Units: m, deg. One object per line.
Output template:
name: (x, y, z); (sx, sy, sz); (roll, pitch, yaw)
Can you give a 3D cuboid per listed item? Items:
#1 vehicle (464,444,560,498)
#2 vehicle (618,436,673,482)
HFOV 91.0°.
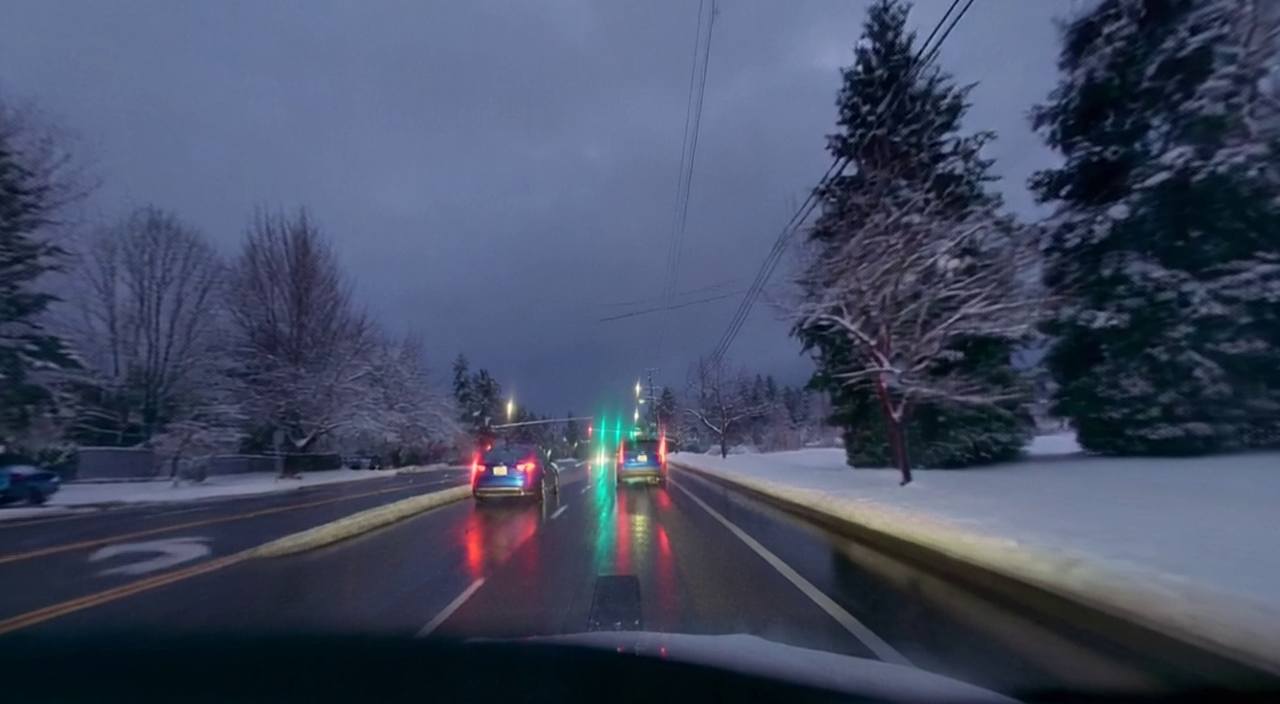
vehicle: (-3.693, 3.504, 18.969); (2.036, 1.447, 4.044); (0, -8, 0)
vehicle: (0.164, 4.597, 27.310); (2.215, 1.799, 4.426); (0, -8, -1)
